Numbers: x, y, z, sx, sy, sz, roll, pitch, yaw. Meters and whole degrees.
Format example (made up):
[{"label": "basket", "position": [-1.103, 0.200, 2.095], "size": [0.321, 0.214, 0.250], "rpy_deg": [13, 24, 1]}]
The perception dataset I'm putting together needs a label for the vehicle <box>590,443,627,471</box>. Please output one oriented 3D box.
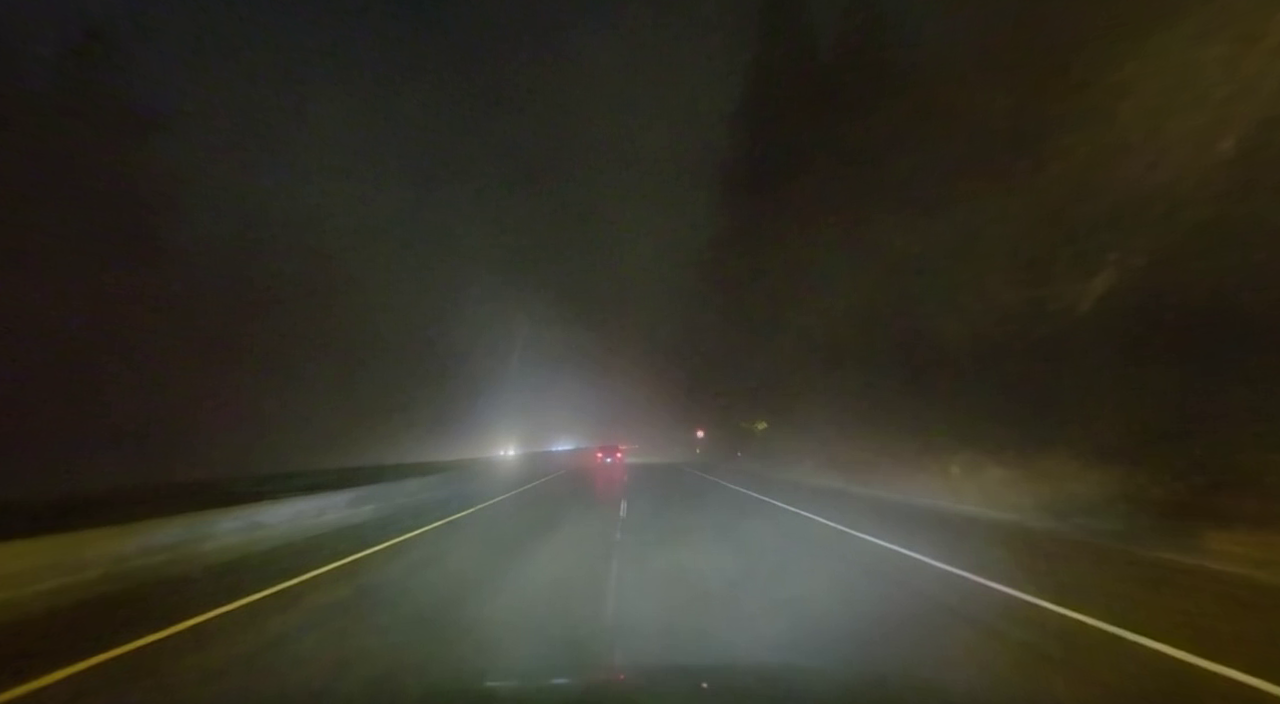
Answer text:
[{"label": "vehicle", "position": [-1.738, 5.963, 36.049], "size": [1.991, 1.475, 4.302], "rpy_deg": [0, -8, -1]}]
